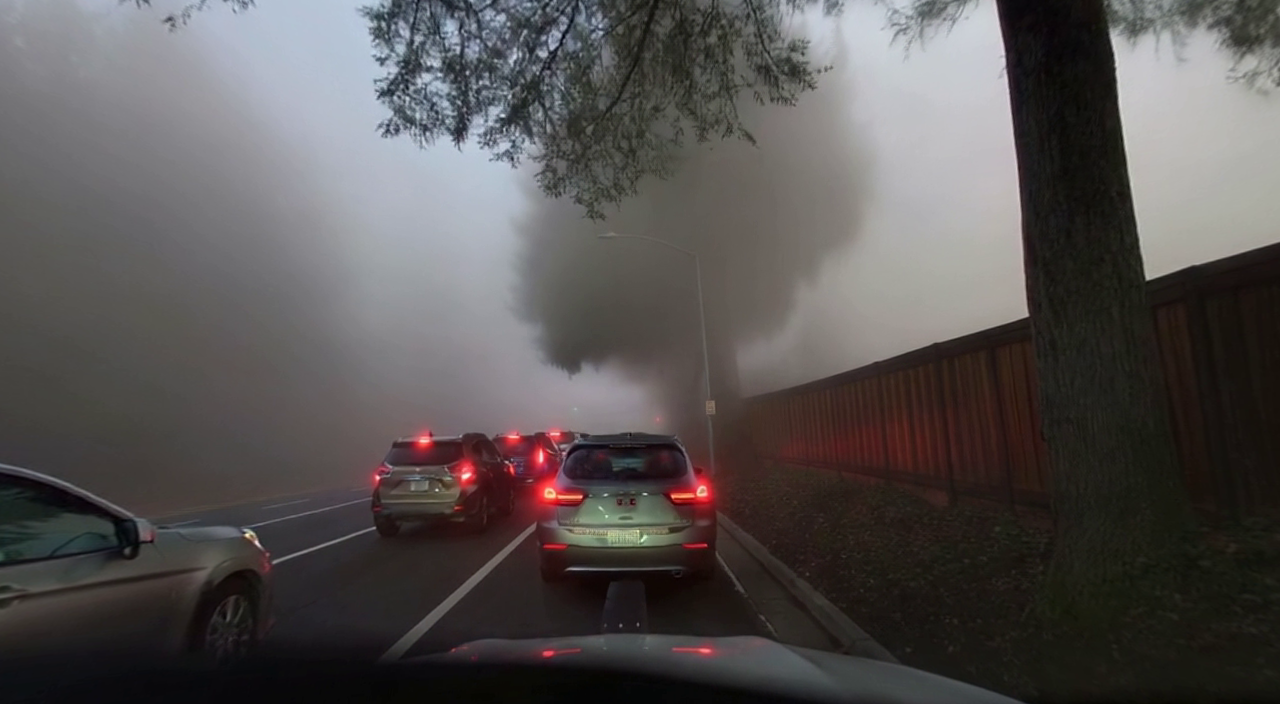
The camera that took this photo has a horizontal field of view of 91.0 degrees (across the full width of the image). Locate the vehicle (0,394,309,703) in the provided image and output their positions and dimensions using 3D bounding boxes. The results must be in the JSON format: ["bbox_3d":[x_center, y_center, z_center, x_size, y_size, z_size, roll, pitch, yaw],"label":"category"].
[{"bbox_3d":[-3.078,0.836,1.579,1.980,1.520,4.636,0,-8,0],"label":"vehicle"}]

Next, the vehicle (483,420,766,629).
[{"bbox_3d":[-0.136,1.513,6.455,1.995,1.460,3.865,0,-8,-1],"label":"vehicle"}]

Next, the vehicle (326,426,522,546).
[{"bbox_3d":[-3.224,2.061,10.261,1.850,1.582,3.688,0,-8,0],"label":"vehicle"}]
